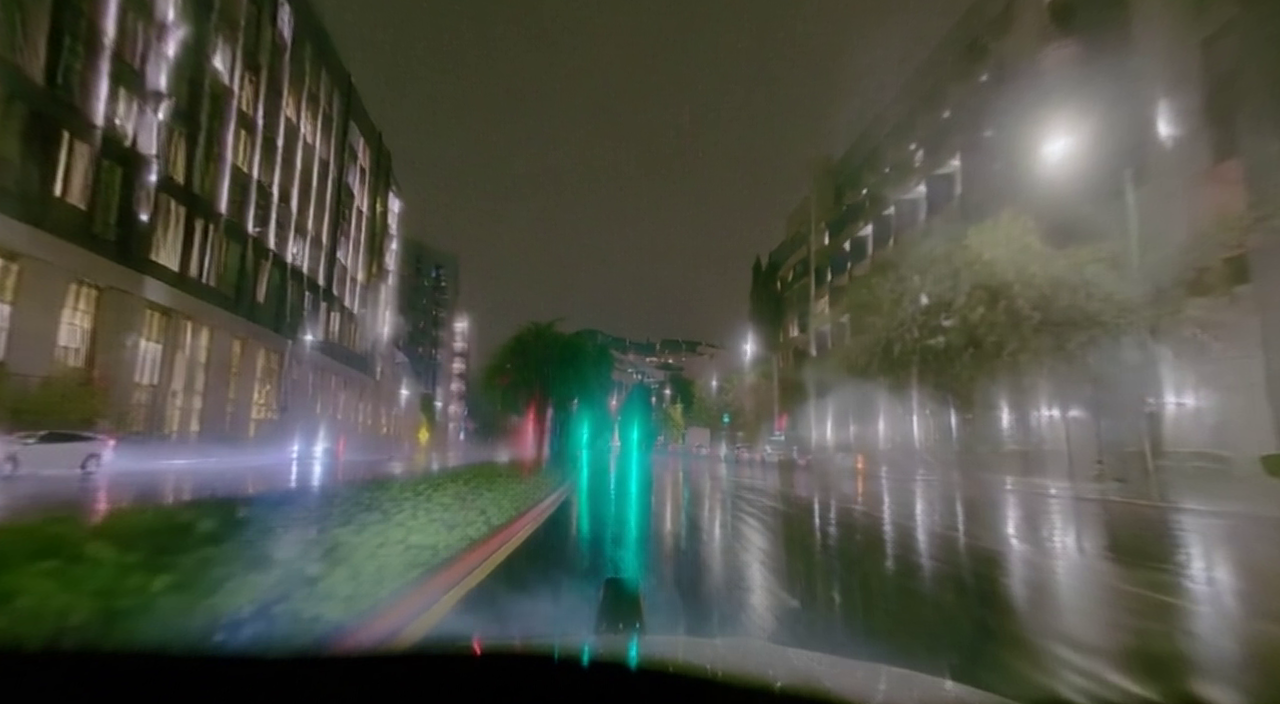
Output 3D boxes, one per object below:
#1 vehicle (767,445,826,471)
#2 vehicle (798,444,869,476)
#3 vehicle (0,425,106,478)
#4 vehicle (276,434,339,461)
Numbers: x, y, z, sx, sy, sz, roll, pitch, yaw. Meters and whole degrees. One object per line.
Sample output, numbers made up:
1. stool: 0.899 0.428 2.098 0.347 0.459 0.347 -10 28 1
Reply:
1. vehicle: 9.365 6.398 38.275 1.838 1.466 4.704 1 -9 -8
2. vehicle: 9.740 5.447 32.167 1.907 1.524 4.381 1 -9 -5
3. vehicle: -18.906 3.039 19.306 1.822 1.453 4.053 1 -9 -5
4. vehicle: -20.425 5.871 39.024 1.938 1.524 4.107 1 -8 -5
